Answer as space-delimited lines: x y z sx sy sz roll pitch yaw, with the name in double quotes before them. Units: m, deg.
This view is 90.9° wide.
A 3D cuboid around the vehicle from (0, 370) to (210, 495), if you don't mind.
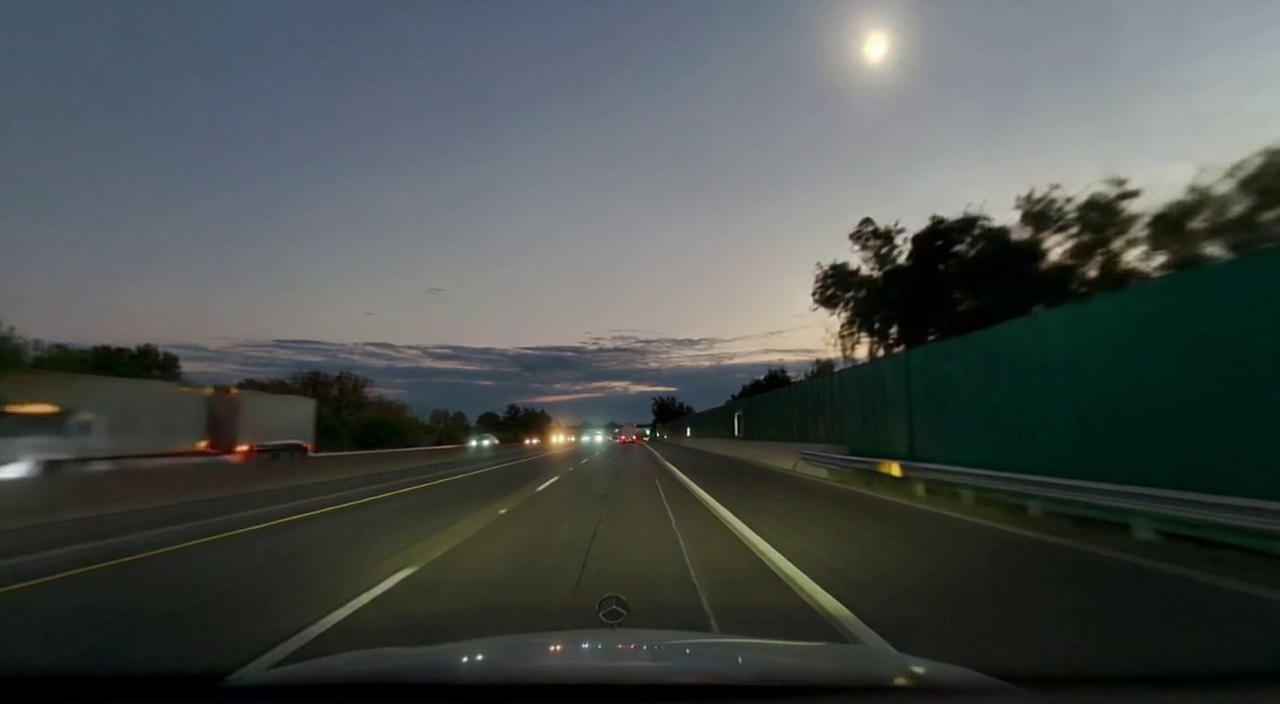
"vehicle" -17.360 2.577 20.263 2.903 3.412 5.821 0 -7 -2
